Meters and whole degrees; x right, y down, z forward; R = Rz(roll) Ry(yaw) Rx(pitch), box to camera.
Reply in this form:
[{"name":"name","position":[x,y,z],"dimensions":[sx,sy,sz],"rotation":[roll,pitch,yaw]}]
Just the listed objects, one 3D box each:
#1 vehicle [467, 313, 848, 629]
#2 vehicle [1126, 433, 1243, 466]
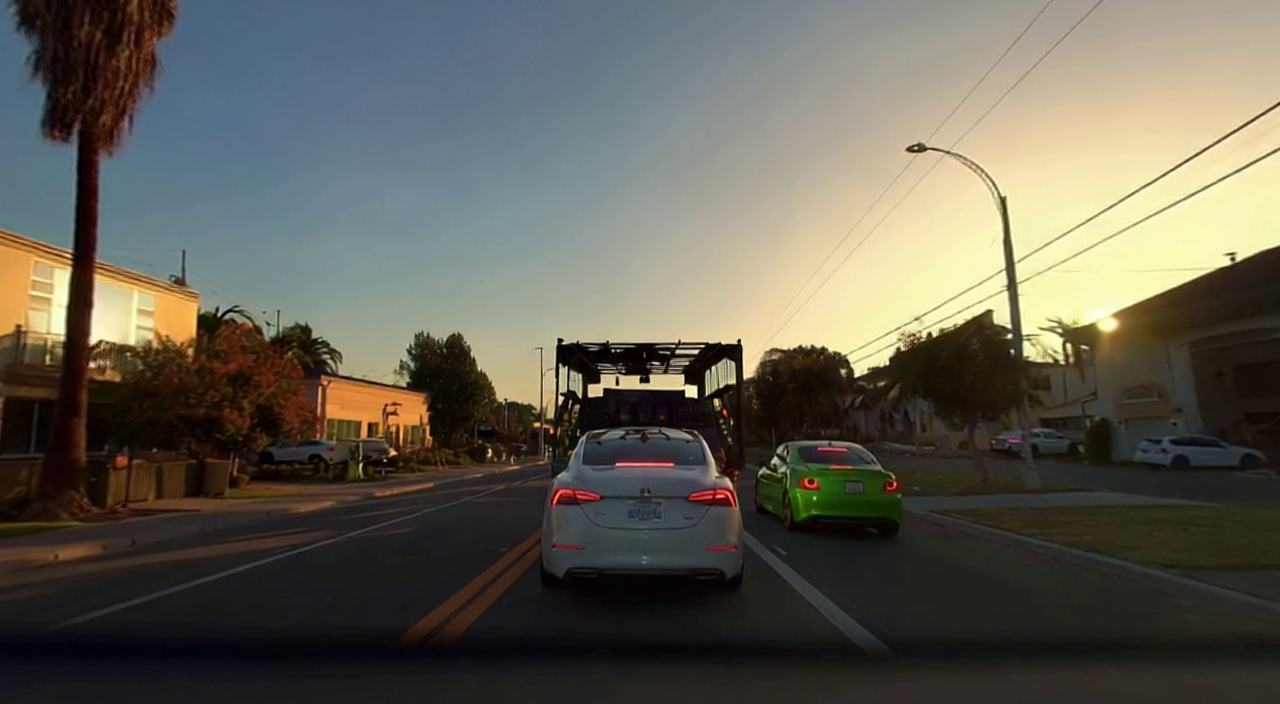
[{"name":"vehicle","position":[0.102,1.315,7.877],"dimensions":[2.728,2.305,6.506],"rotation":[0,-8,0]},{"name":"vehicle","position":[28.559,5.142,33.130],"dimensions":[4.193,1.633,1.928],"rotation":[-4,-9,26]}]
